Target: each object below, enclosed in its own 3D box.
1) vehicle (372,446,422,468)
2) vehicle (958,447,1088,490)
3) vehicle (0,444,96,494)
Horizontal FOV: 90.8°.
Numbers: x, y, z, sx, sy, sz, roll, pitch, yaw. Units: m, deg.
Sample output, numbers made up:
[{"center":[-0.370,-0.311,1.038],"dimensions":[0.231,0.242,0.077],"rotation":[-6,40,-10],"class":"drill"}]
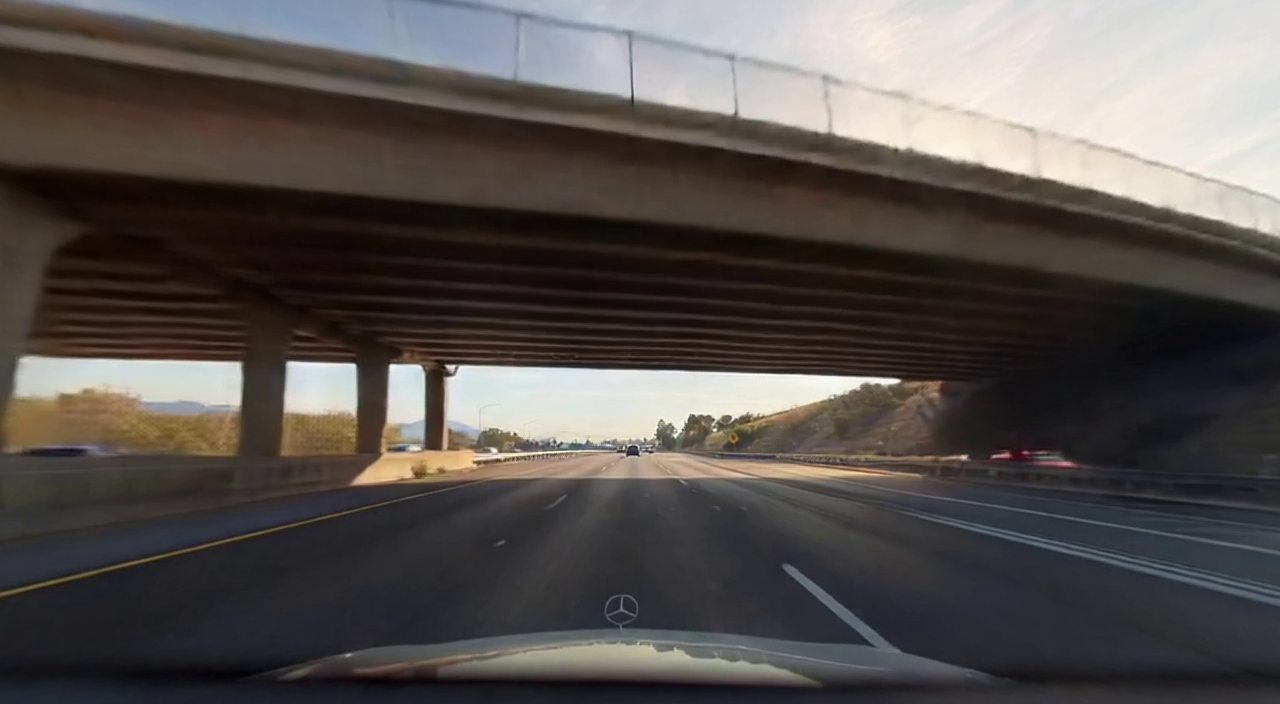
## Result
[{"center":[-17.538,7.572,45.834],"dimensions":[1.842,1.484,4.507],"rotation":[0,-9,0],"class":"vehicle"},{"center":[15.268,4.646,25.627],"dimensions":[1.959,1.519,5.235],"rotation":[0,-9,-1],"class":"vehicle"},{"center":[-23.270,4.301,23.441],"dimensions":[1.950,1.744,4.711],"rotation":[0,-9,0],"class":"vehicle"}]
